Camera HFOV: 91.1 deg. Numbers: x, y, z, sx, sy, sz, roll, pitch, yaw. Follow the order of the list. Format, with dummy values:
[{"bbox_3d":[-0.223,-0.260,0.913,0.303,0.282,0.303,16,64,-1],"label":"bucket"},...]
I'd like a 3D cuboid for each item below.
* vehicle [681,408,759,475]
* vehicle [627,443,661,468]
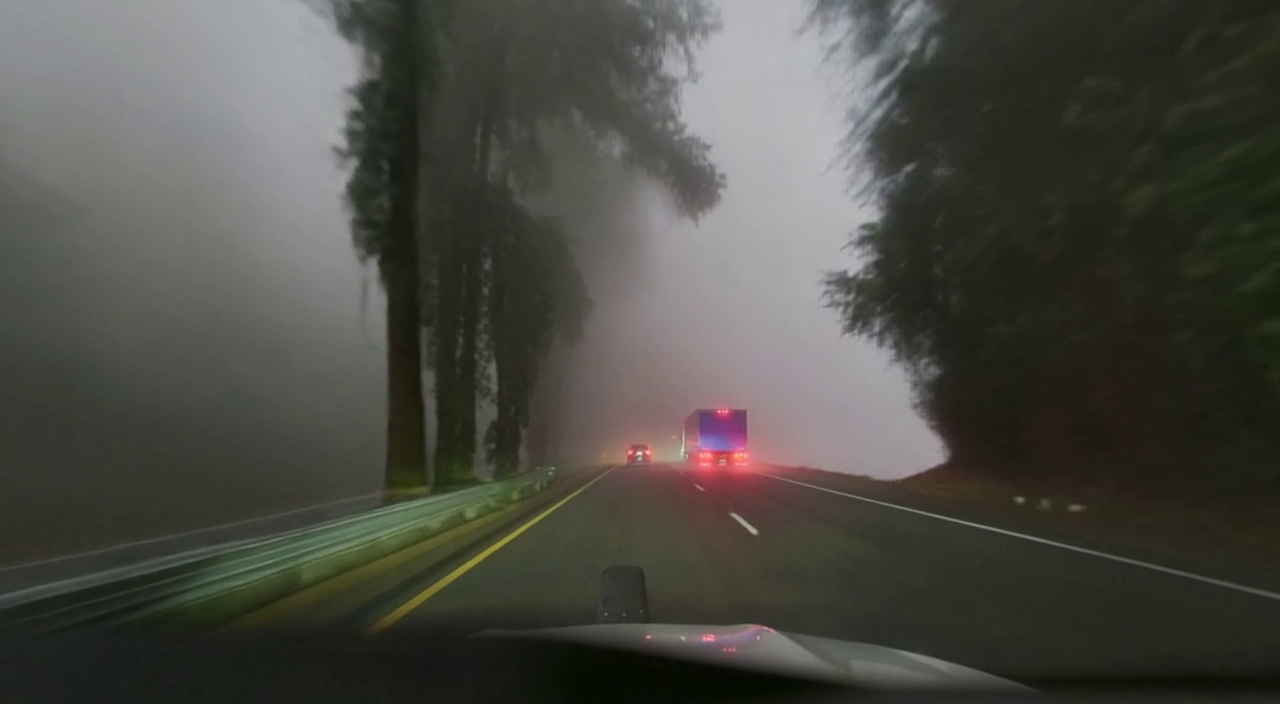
[{"bbox_3d":[4.101,4.889,34.211,3.015,3.211,7.982,0,-8,-1],"label":"vehicle"},{"bbox_3d":[0.265,6.895,41.921,2.170,1.544,4.373,0,-8,0],"label":"vehicle"}]
